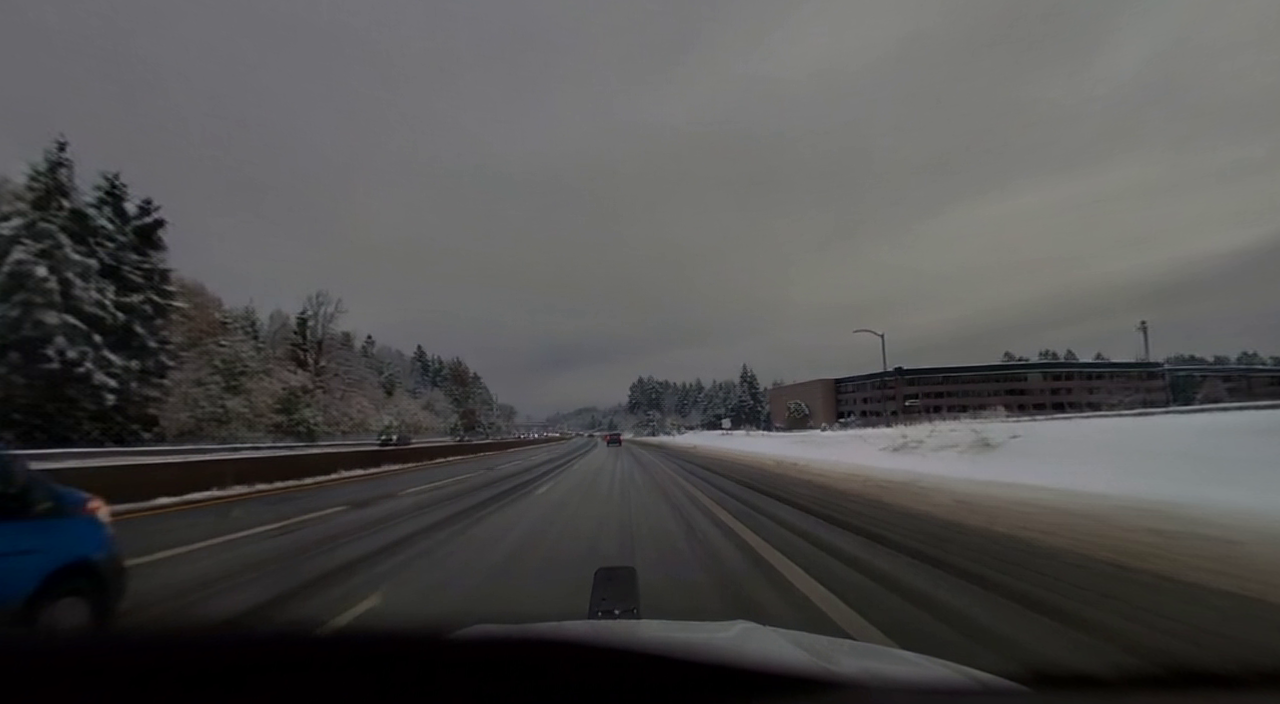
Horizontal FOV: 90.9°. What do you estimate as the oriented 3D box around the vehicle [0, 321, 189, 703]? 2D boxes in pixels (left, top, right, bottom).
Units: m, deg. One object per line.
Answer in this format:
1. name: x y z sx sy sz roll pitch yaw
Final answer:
1. vehicle: -4.063 0.618 1.734 2.219 1.827 4.738 0 -8 -2
